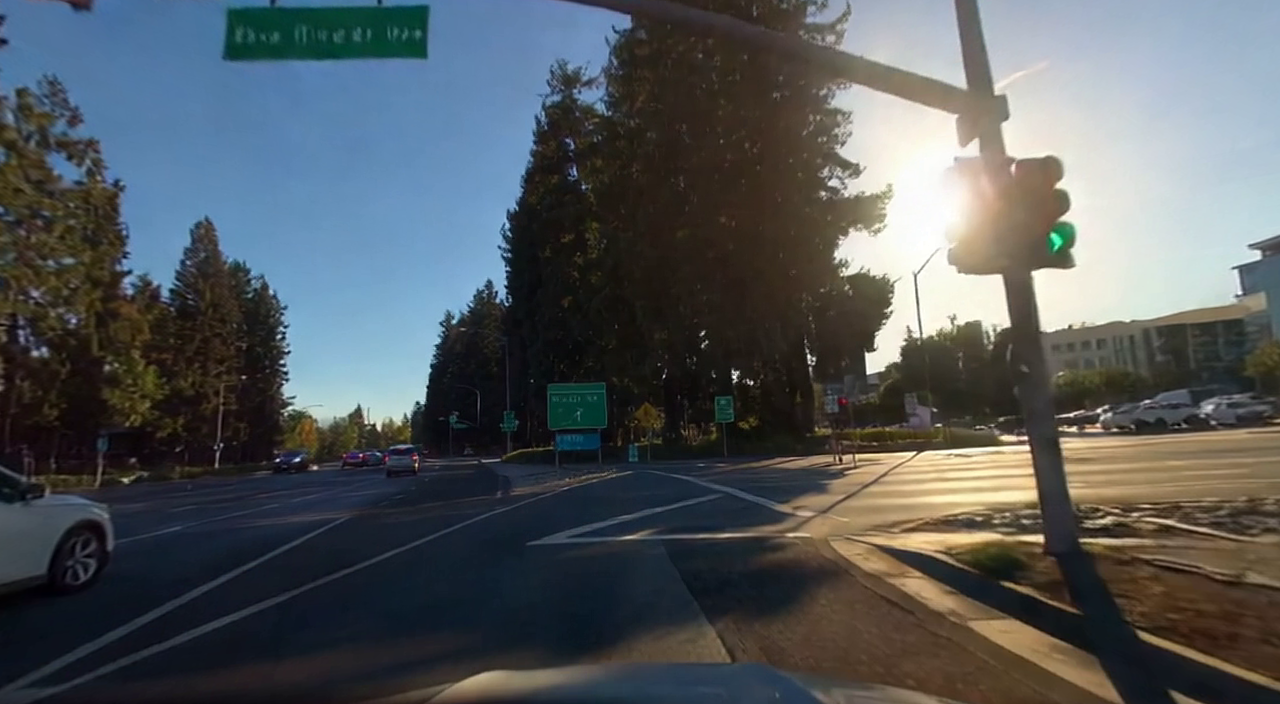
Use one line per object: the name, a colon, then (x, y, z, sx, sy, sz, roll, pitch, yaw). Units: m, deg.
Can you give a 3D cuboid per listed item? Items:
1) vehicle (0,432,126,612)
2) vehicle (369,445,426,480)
vehicle: (-6.366, 1.366, 4.741, 1.936, 1.542, 4.336, 1, -9, -10)
vehicle: (-12.911, 5.879, 33.955, 2.134, 1.707, 4.471, 1, -9, -12)
